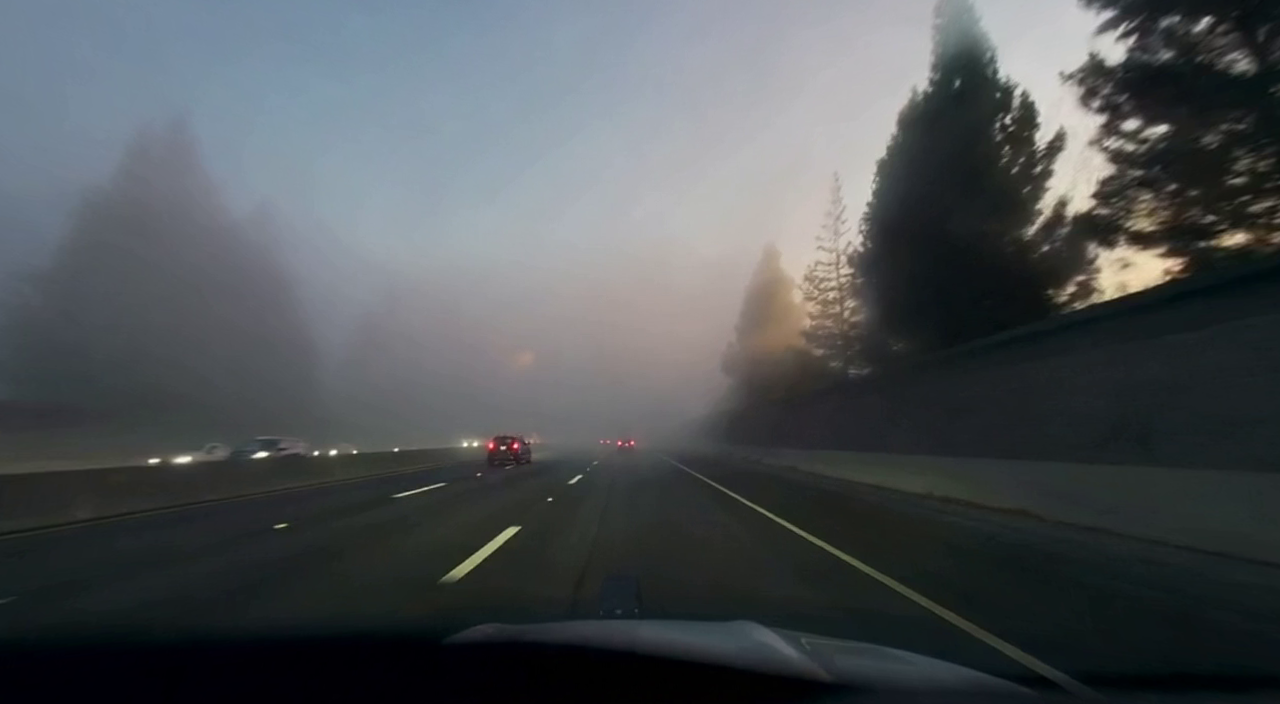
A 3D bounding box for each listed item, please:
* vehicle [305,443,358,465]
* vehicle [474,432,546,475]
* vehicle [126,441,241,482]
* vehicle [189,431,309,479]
[{"bbox_3d":[-24.354,8.028,49.822,1.896,1.640,4.744,0,-8,-1],"label":"vehicle"},{"bbox_3d":[-4.874,3.841,24.169,1.988,1.505,4.044,0,-8,-2],"label":"vehicle"},{"bbox_3d":[-19.477,4.650,27.082,1.838,1.603,4.208,0,-8,-1],"label":"vehicle"},{"bbox_3d":[-15.612,4.122,25.467,1.996,1.744,4.578,0,-8,-1],"label":"vehicle"}]
